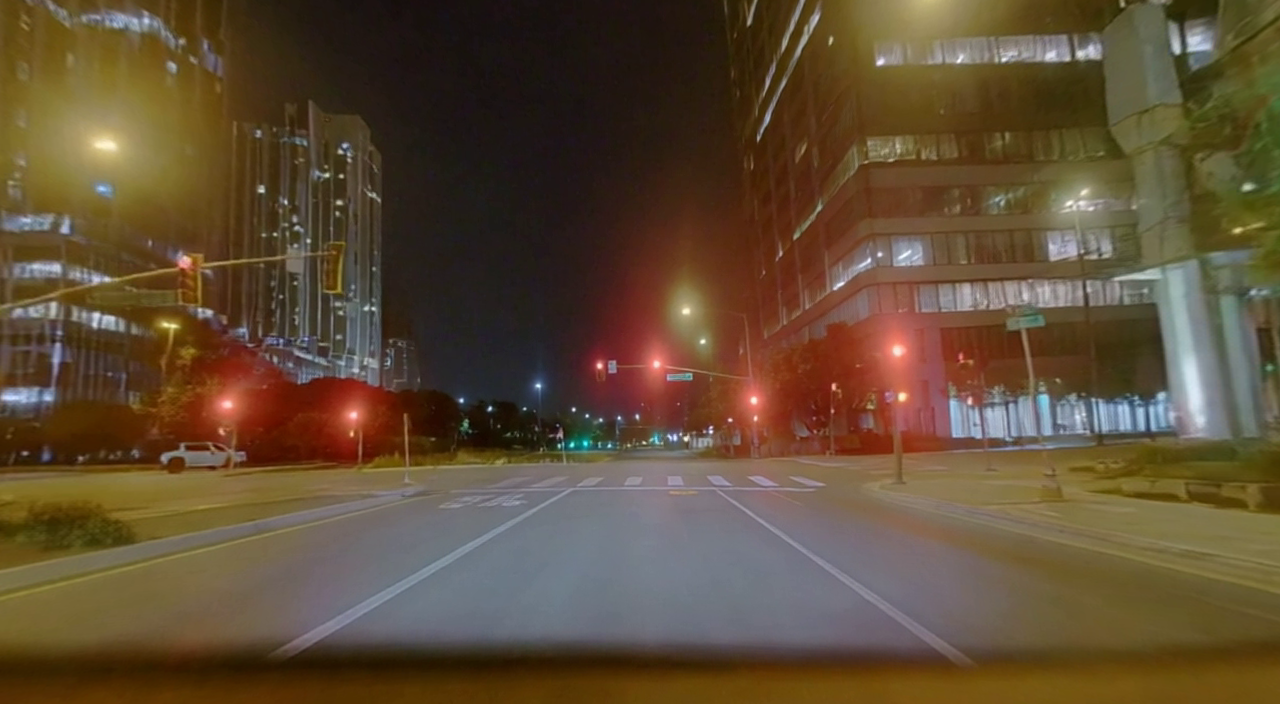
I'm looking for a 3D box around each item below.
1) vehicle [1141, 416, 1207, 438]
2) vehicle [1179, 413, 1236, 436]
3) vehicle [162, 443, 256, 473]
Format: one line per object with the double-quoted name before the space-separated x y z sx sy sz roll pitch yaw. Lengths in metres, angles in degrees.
"vehicle" 39.832 5.627 46.942 4.189 1.561 1.947 4 -10 -23
"vehicle" 44.913 5.737 49.821 4.339 1.675 1.812 5 -10 -27
"vehicle" -27.960 6.897 40.999 4.603 1.666 1.972 -2 -8 -5
